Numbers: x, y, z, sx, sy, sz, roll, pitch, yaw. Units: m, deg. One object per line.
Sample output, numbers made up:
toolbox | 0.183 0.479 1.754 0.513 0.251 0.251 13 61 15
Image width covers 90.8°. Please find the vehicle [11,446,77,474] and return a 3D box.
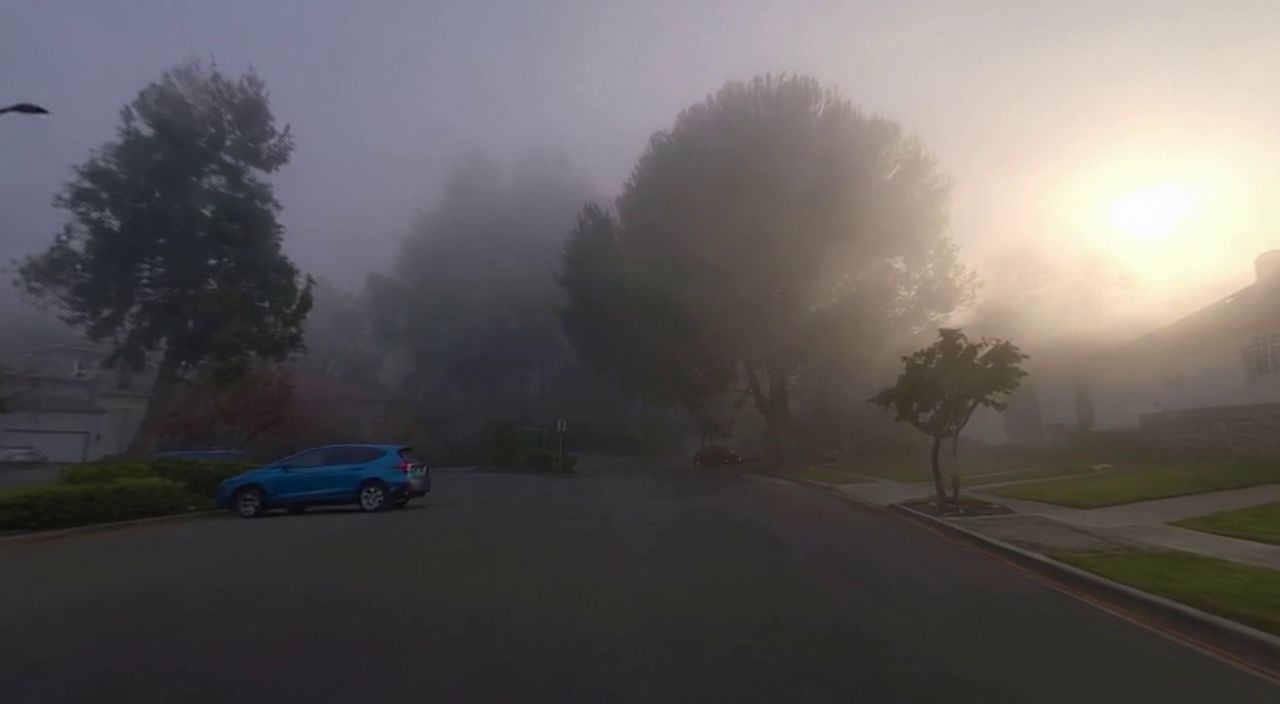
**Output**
vehicle | -33.573 6.024 35.539 4.764 1.487 2.002 -7 -11 40

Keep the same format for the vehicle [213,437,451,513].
vehicle | -7.221 2.900 15.170 4.692 1.660 1.879 0 -9 2
